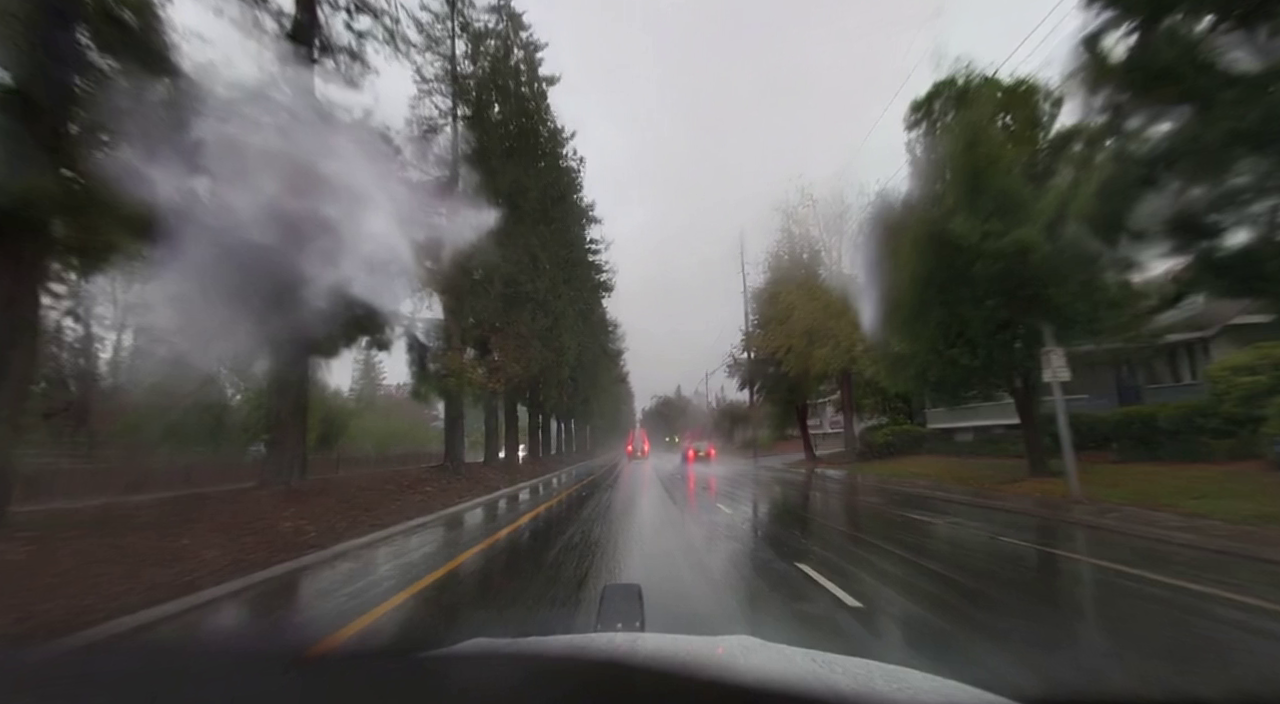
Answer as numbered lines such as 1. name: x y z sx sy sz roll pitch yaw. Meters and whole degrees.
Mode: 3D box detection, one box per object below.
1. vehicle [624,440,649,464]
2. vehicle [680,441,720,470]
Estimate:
1. vehicle: -0.294 7.855 49.680 1.925 1.799 4.257 0 -9 -1
2. vehicle: 3.561 6.185 38.014 1.888 1.640 4.044 0 -9 -2
